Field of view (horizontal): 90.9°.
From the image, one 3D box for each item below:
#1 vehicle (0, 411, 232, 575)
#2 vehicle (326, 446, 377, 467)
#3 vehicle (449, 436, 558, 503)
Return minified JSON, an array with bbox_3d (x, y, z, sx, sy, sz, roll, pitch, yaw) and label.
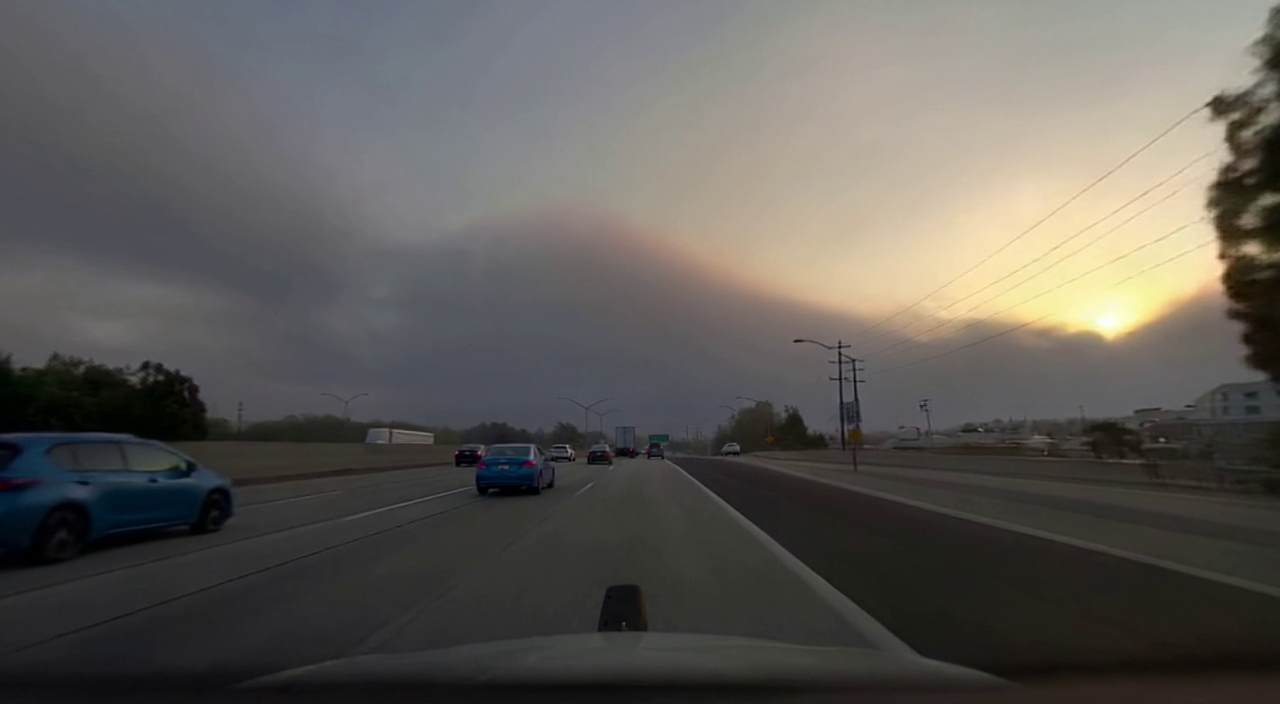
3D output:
[{"bbox_3d":[-7.603,1.677,7.956,1.970,1.682,4.297,0,-8,1],"label":"vehicle"},{"bbox_3d":[-20.448,7.410,44.851,1.700,1.449,3.785,-1,-8,2],"label":"vehicle"},{"bbox_3d":[-3.403,2.988,16.440,1.953,1.511,3.704,0,-8,1],"label":"vehicle"}]
